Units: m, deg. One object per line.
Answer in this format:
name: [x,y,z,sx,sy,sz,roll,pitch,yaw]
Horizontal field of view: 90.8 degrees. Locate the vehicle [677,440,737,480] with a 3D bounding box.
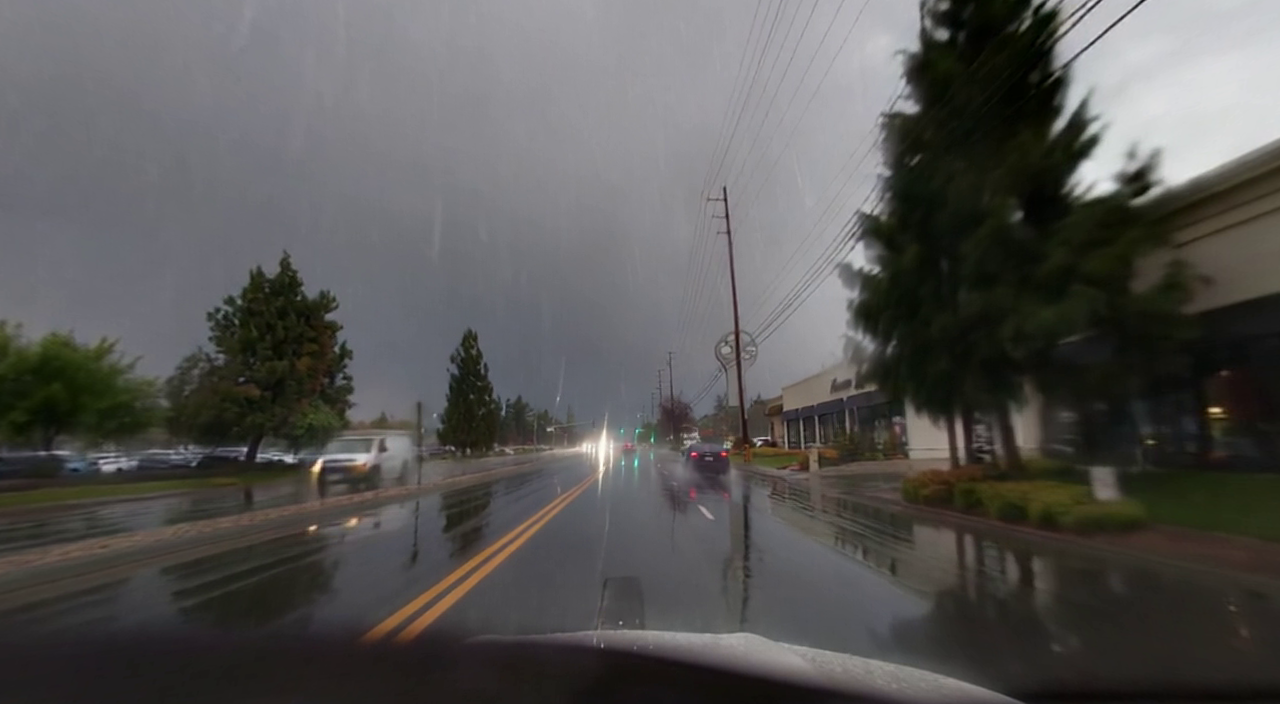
vehicle: [2.638,4.348,25.653,1.975,1.497,3.647,0,-9,-1]
